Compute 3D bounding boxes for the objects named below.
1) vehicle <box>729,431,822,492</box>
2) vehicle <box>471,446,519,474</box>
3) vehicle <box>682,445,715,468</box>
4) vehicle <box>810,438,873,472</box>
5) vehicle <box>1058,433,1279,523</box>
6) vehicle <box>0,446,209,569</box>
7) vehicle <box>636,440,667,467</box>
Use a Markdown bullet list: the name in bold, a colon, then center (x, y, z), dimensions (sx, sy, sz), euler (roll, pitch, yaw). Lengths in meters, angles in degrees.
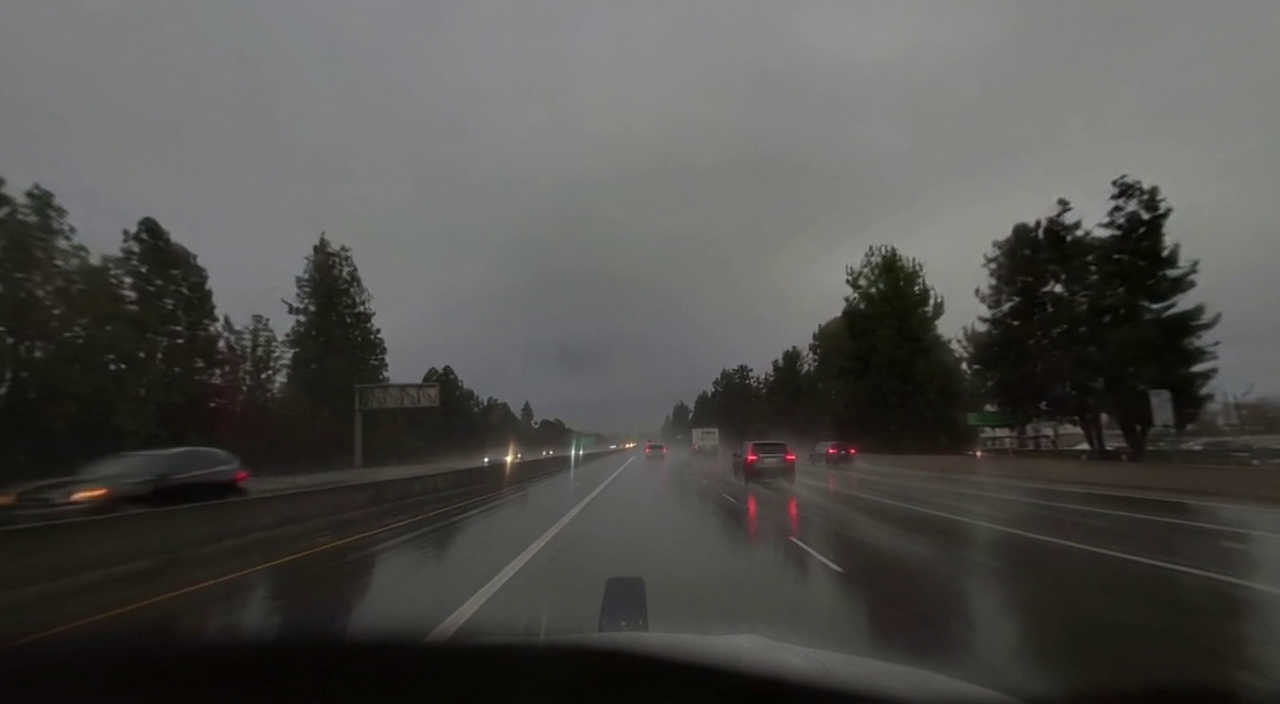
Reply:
- **vehicle**: center (4.497, 3.705, 21.793), dimensions (2.075, 1.845, 4.667), euler (0, -8, -1)
- **vehicle**: center (-9.653, 7.239, 42.446), dimensions (2.075, 1.703, 4.506), euler (-1, -8, 1)
- **vehicle**: center (4.175, 7.486, 45.473), dimensions (1.902, 1.532, 4.181), euler (0, -8, -1)
- **vehicle**: center (11.395, 5.839, 36.032), dimensions (2.028, 1.801, 4.503), euler (0, -8, -1)
- **vehicle**: center (11.520, 2.527, 13.357), dimensions (1.941, 1.539, 4.834), euler (0, -8, -1)
- **vehicle**: center (-10.129, 2.521, 10.970), dimensions (2.065, 1.709, 4.466), euler (-1, -8, 1)
- **vehicle**: center (0.809, 7.354, 45.768), dimensions (2.145, 1.832, 4.004), euler (0, -8, 0)
